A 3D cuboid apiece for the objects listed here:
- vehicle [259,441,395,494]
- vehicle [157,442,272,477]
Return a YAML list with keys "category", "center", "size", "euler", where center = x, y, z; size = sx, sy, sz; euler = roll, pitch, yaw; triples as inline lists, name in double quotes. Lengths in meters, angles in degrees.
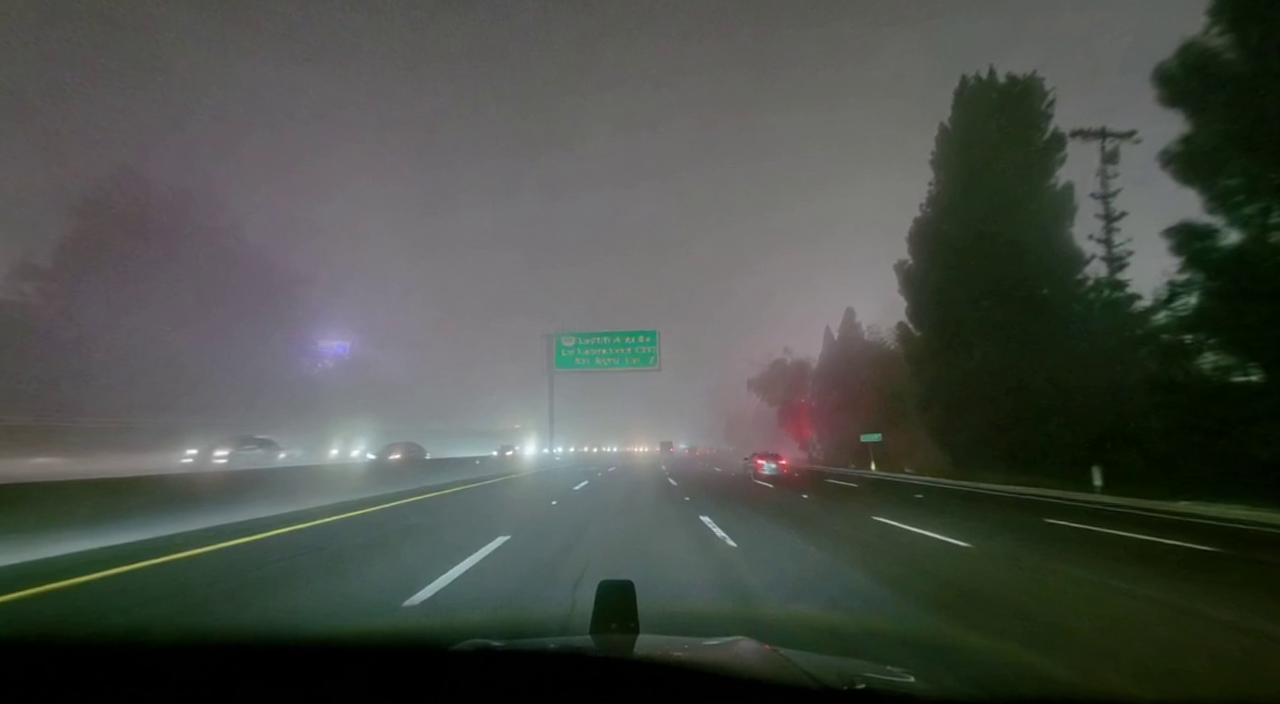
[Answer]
- category: "vehicle"
  center: [-9.574, 3.550, 19.820]
  size: [1.972, 1.469, 4.466]
  euler: [0, -8, 0]
- category: "vehicle"
  center: [-19.342, 4.888, 29.026]
  size: [1.944, 1.464, 4.772]
  euler: [0, -8, 0]
